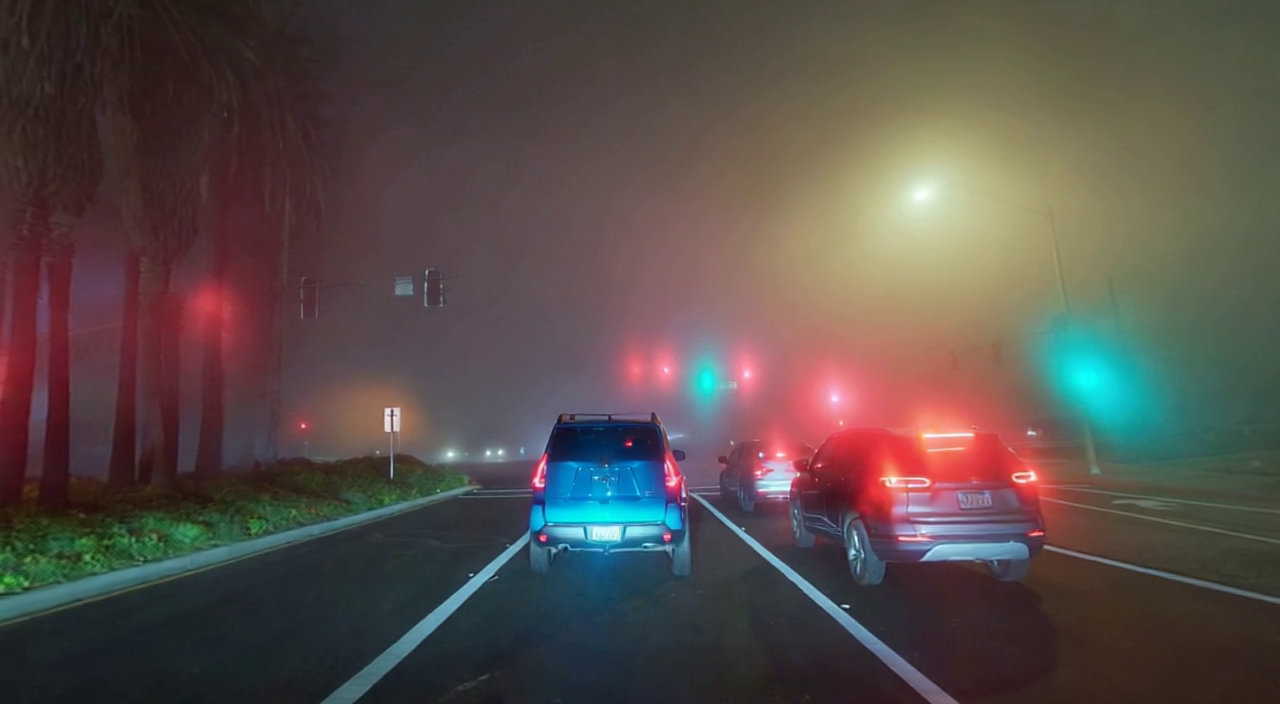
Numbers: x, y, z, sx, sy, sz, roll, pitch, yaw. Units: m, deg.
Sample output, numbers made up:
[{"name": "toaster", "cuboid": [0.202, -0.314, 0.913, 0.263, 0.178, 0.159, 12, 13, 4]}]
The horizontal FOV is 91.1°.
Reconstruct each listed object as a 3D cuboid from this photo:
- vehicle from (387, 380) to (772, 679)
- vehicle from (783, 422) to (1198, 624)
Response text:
[{"name": "vehicle", "cuboid": [-0.347, 1.307, 5.671, 2.172, 1.694, 4.055, 0, -8, 0]}, {"name": "vehicle", "cuboid": [3.106, 1.597, 6.939, 1.971, 1.473, 4.495, 0, -8, 0]}]
